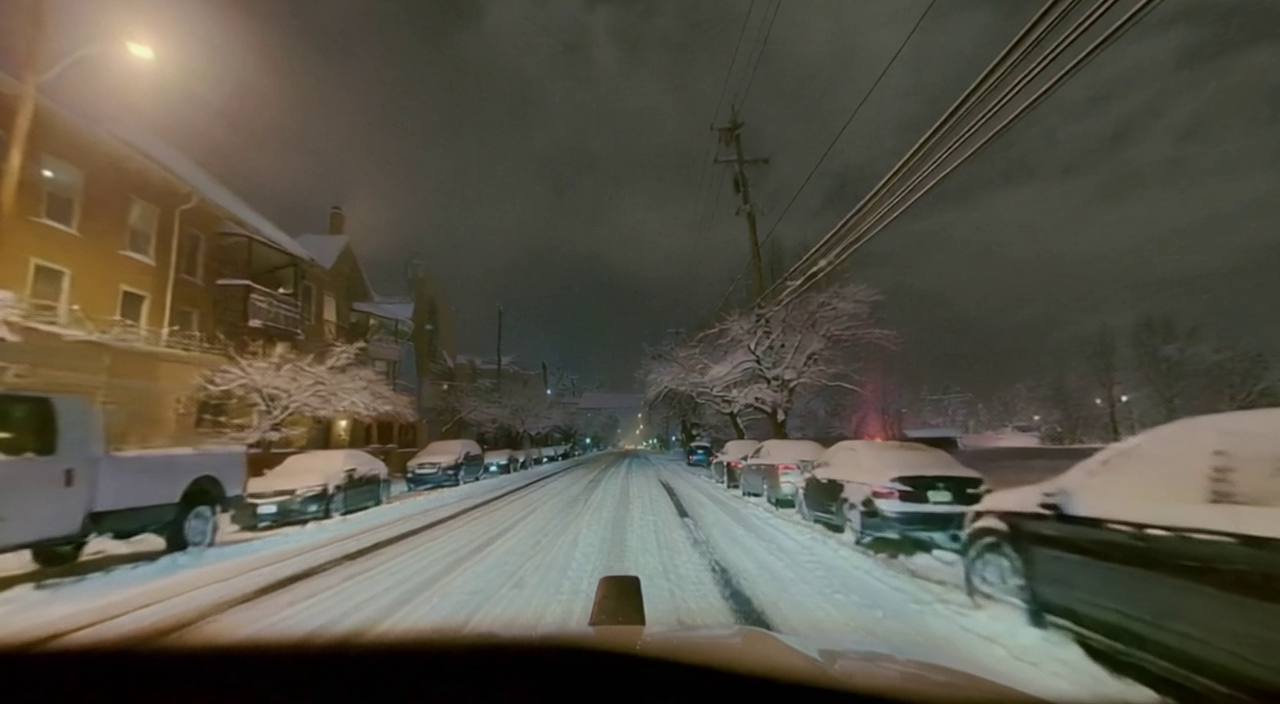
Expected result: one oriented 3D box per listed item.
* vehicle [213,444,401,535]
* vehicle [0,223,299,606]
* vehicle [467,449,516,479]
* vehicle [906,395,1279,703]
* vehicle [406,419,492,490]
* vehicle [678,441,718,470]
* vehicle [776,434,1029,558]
[{"bbox_3d":[-7.272,2.968,14.443,1.894,1.585,4.514,-3,-8,0],"label":"vehicle"},{"bbox_3d":[-7.484,0.894,7.653,2.901,3.610,6.707,-3,-9,1],"label":"vehicle"},{"bbox_3d":[-7.819,5.903,33.577,1.873,1.437,4.068,-1,-8,-4],"label":"vehicle"},{"bbox_3d":[3.377,1.035,2.959,2.057,1.554,4.905,0,-9,-1],"label":"vehicle"},{"bbox_3d":[-7.172,3.885,24.182,1.889,2.463,4.142,0,-9,1],"label":"vehicle"},{"bbox_3d":[3.537,6.403,39.342,2.095,1.694,4.592,0,-8,1],"label":"vehicle"},{"bbox_3d":[3.801,2.169,10.367,2.022,1.521,4.933,0,-9,0],"label":"vehicle"}]
